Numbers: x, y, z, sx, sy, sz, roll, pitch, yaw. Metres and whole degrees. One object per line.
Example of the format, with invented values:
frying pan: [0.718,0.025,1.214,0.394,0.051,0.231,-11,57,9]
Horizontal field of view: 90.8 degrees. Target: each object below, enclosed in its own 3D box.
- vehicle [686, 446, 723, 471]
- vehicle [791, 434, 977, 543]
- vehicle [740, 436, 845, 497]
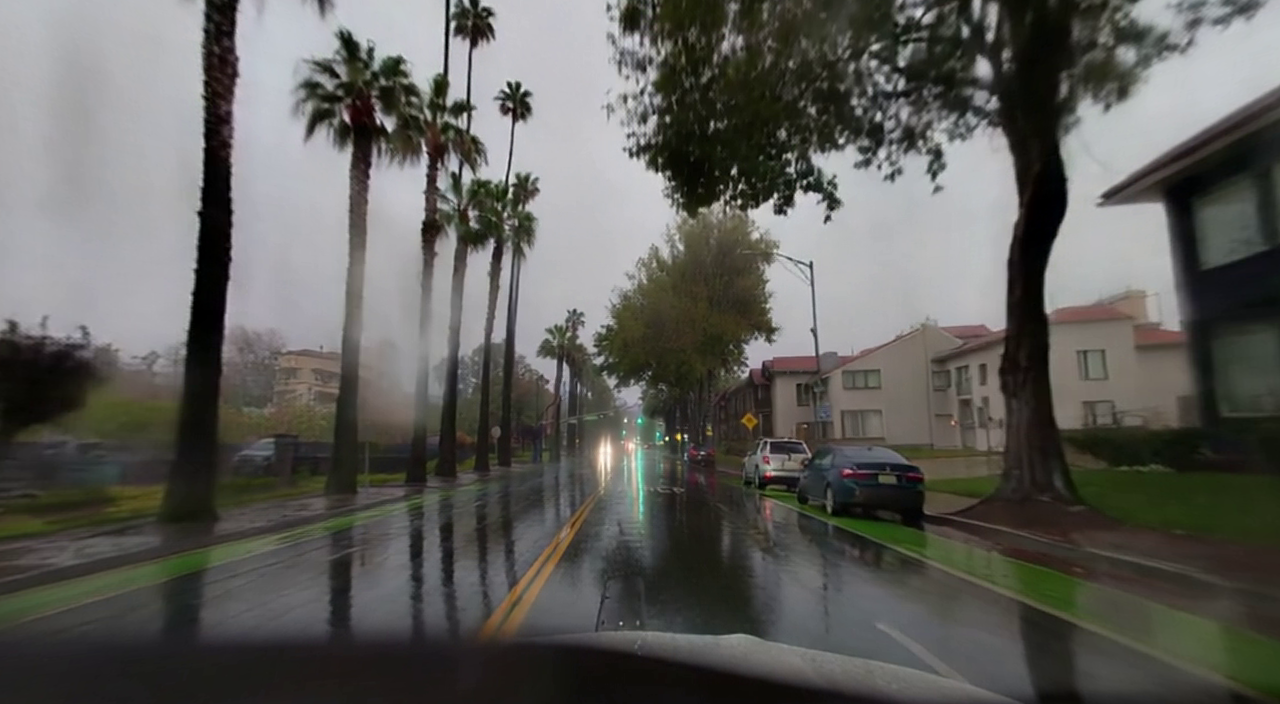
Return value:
vehicle: [4.380,7.352,43.767,1.997,1.640,4.494,0,-9,-1]
vehicle: [4.485,2.568,12.492,2.000,1.732,4.298,-1,-9,1]
vehicle: [4.747,3.661,20.546,2.144,1.720,4.794,0,-9,-1]
